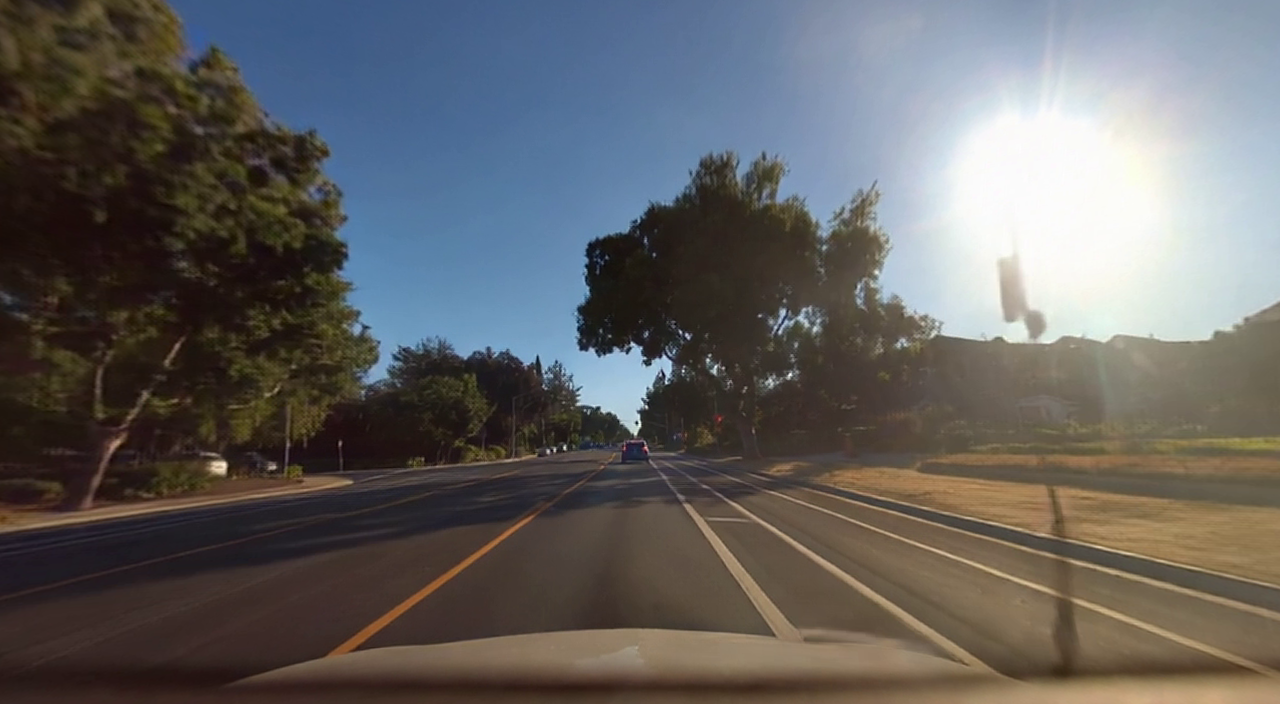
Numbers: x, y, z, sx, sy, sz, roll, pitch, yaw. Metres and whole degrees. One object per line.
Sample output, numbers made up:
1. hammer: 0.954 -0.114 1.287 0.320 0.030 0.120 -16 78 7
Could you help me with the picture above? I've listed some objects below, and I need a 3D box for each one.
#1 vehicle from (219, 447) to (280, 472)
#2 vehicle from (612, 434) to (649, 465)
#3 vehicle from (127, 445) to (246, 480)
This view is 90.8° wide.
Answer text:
1. vehicle: -24.735 6.815 40.137 1.830 1.467 4.270 2 -9 -11
2. vehicle: -0.583 6.183 40.152 2.230 1.827 4.298 0 -8 -1
3. vehicle: -22.072 5.370 30.883 4.241 1.601 1.970 0 -8 1
